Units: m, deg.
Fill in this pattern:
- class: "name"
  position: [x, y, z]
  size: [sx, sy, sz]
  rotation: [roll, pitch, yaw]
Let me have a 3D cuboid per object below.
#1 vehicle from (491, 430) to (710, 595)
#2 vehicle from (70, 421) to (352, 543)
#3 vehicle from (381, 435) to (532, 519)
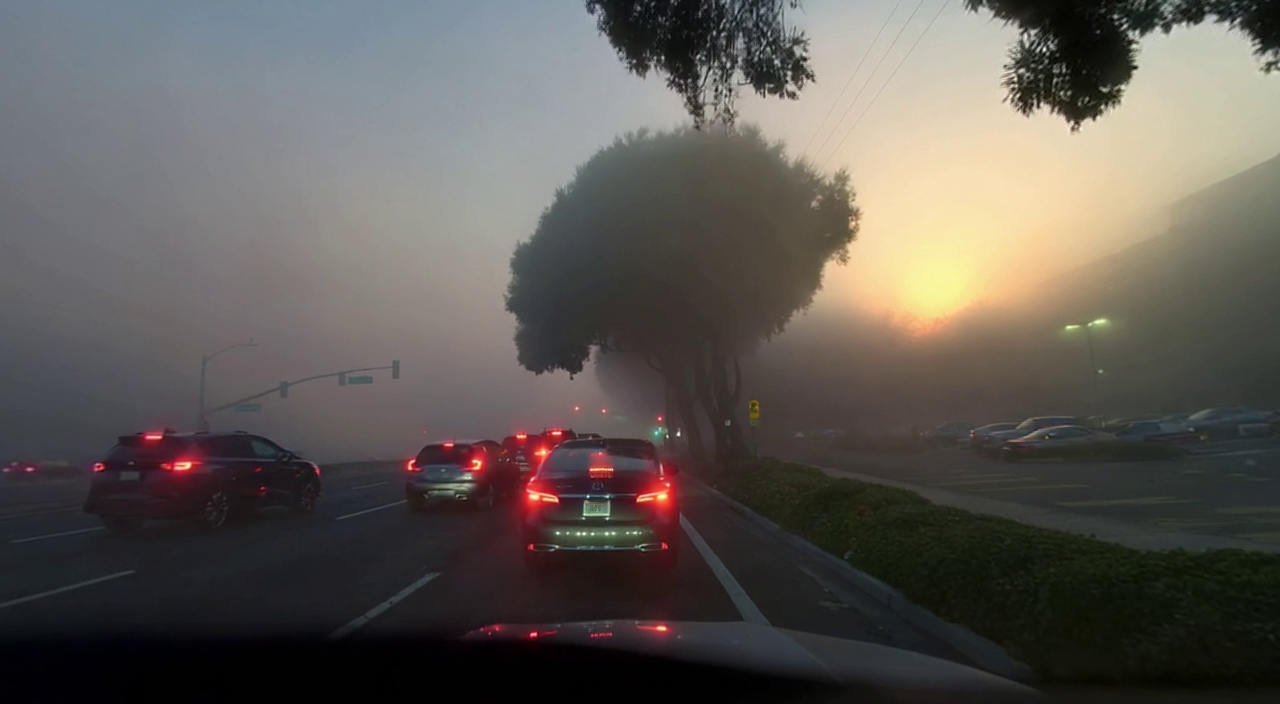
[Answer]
- class: "vehicle"
  position: [-0.386, 1.821, 8.025]
  size: [2.066, 1.544, 3.954]
  rotation: [0, -9, 0]
- class: "vehicle"
  position: [-7.321, 2.233, 11.497]
  size: [2.068, 1.784, 4.224]
  rotation: [0, -9, 1]
- class: "vehicle"
  position: [-3.785, 2.655, 13.992]
  size: [1.913, 1.521, 4.539]
  rotation: [0, -9, 1]
